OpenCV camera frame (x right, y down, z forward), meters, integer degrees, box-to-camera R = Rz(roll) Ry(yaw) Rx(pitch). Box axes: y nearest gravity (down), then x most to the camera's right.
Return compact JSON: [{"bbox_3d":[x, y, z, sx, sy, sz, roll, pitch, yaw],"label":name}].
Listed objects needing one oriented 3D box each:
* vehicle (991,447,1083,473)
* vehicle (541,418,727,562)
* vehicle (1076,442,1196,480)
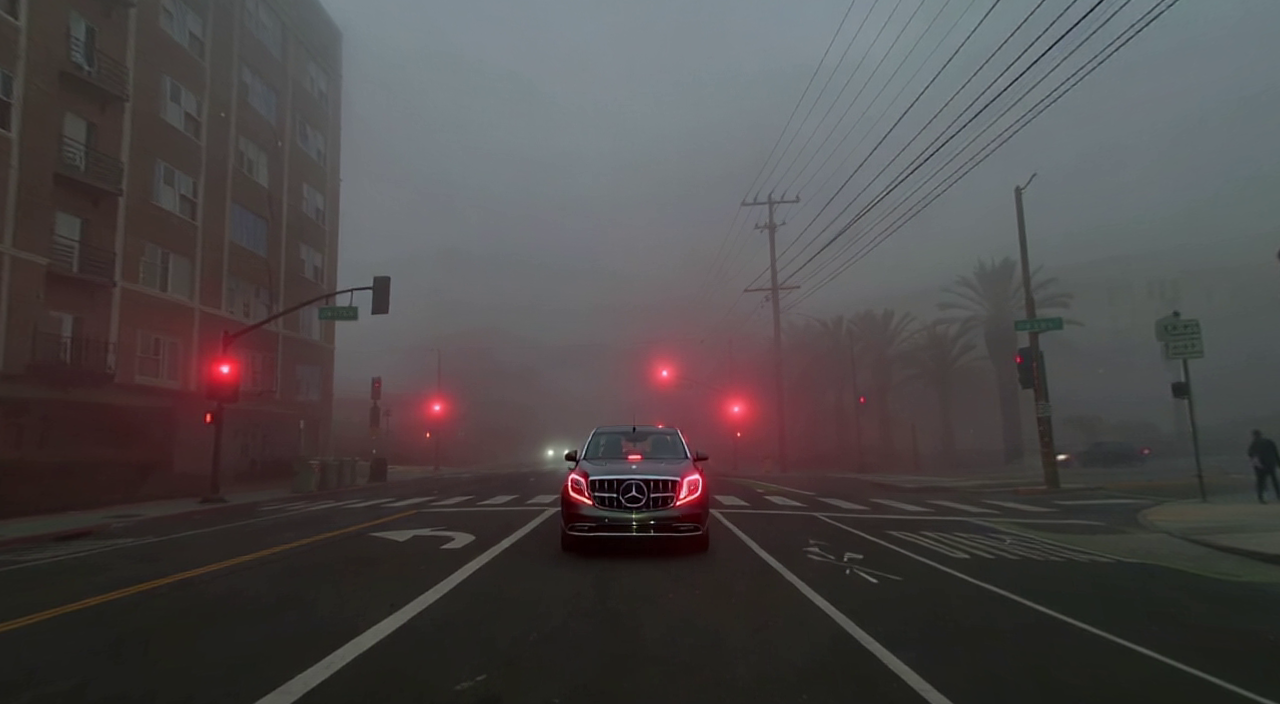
[{"bbox_3d":[24.227,6.591,38.682,4.417,1.462,1.761,0,-8,-1],"label":"vehicle"},{"bbox_3d":[-0.073,1.874,9.238,2.144,1.643,3.770,0,-8,0],"label":"vehicle"},{"bbox_3d":[22.154,4.839,28.258,4.118,1.593,2.004,2,-9,-14],"label":"vehicle"}]
